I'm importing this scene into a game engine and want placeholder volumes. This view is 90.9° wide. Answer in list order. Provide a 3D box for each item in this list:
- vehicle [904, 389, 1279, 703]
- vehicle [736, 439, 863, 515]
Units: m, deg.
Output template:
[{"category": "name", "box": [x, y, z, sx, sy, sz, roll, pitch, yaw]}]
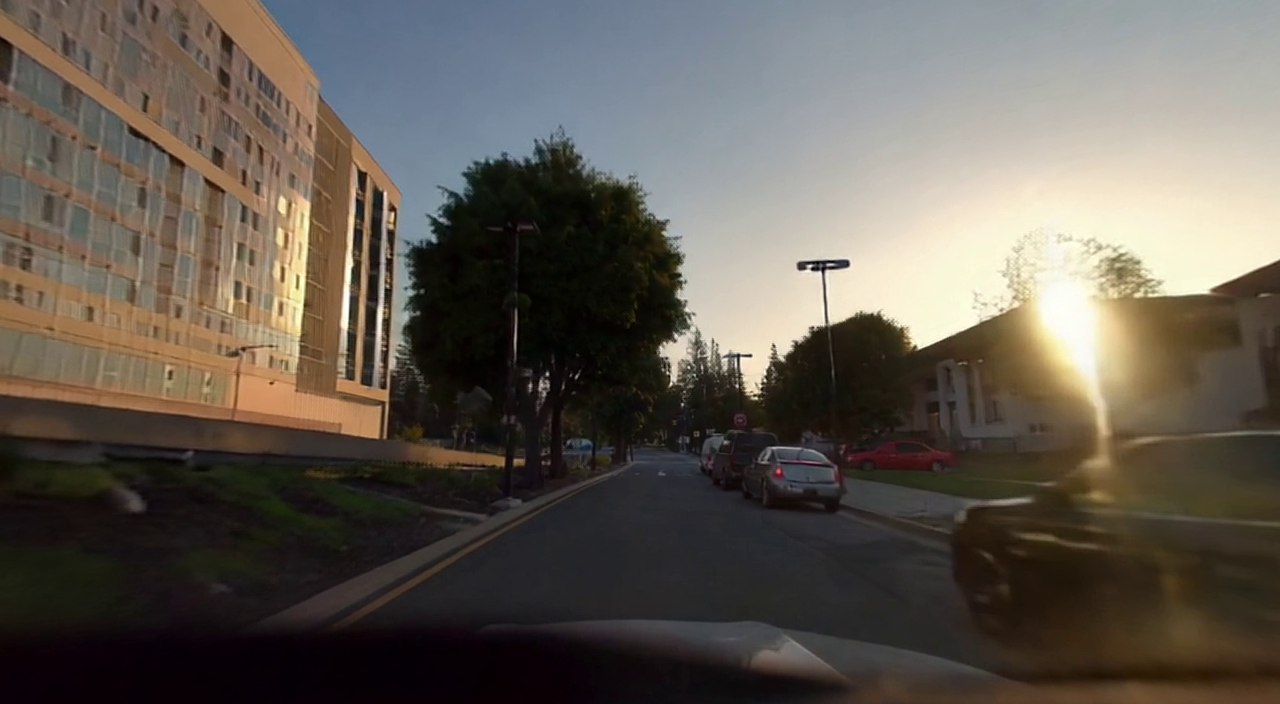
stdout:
[{"category": "vehicle", "box": [3.200, 0.966, 2.802, 2.024, 1.475, 4.565, 0, -9, -1]}, {"category": "vehicle", "box": [3.434, 2.763, 14.475, 1.848, 1.442, 4.425, -1, -9, 2]}]
